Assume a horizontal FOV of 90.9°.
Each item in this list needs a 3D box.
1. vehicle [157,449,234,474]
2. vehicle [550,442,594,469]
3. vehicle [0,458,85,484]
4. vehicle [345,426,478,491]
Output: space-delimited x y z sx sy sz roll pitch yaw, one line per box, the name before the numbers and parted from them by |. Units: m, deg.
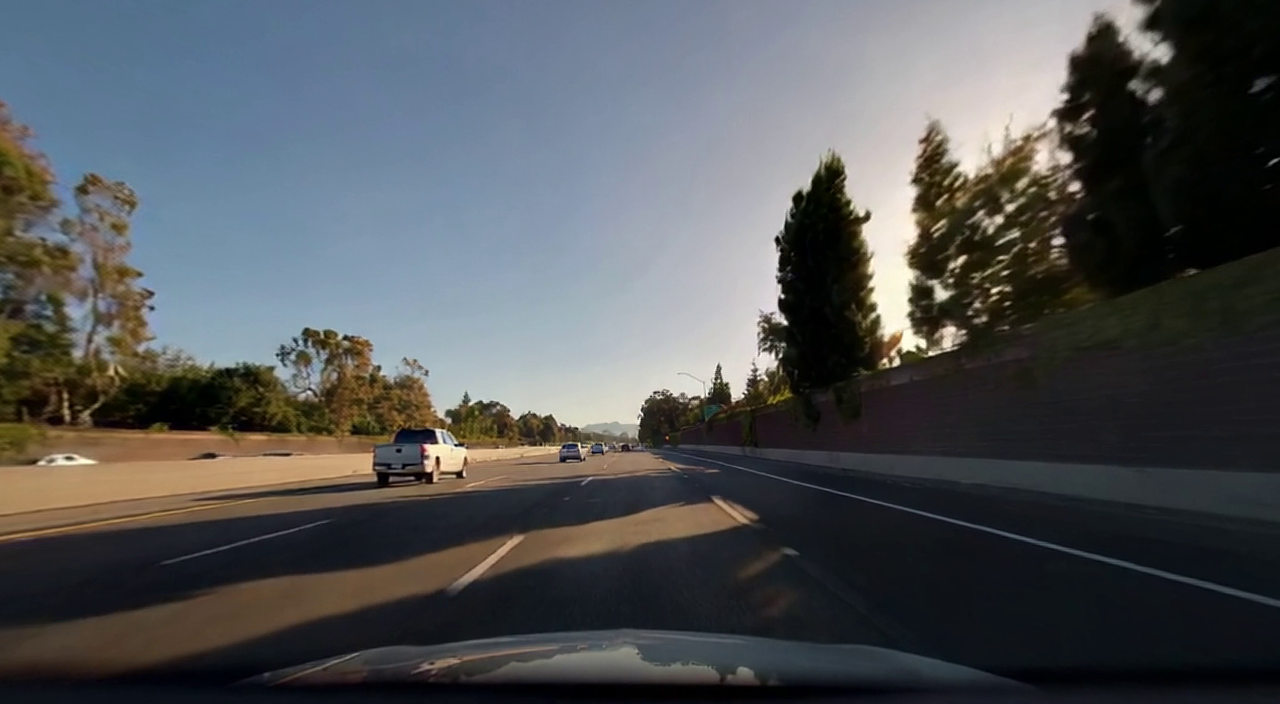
vehicle | -29.241 7.193 41.637 1.798 1.475 4.485 0 -8 0
vehicle | -3.946 6.050 37.158 2.106 1.452 4.525 0 -8 0
vehicle | -36.787 7.236 38.504 1.801 1.408 4.319 0 -8 0
vehicle | -7.688 3.658 22.145 2.351 1.922 6.335 0 -8 0
